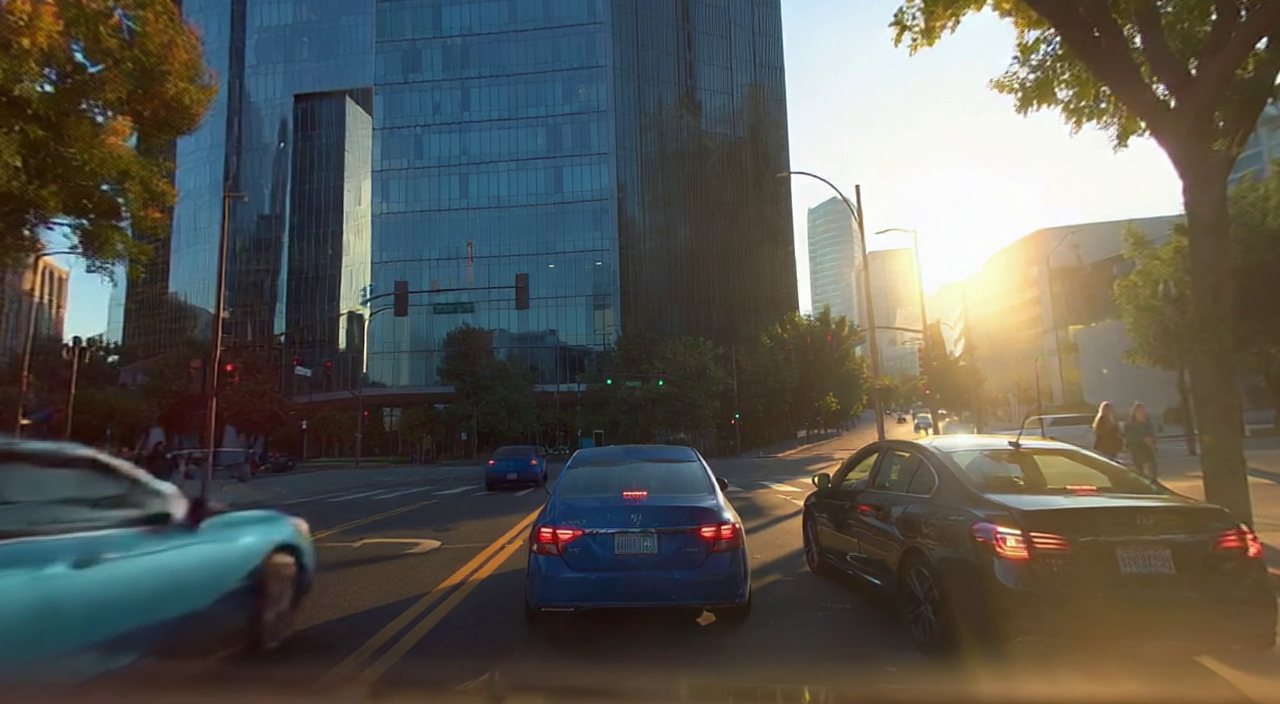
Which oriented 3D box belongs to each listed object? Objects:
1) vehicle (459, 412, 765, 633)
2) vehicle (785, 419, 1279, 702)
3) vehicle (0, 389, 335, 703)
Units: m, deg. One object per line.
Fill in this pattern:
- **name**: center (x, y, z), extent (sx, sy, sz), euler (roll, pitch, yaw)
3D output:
- **vehicle**: center (-0.265, 1.460, 6.386), extent (2.072, 1.476, 4.078), euler (0, -8, -2)
- **vehicle**: center (2.751, 1.398, 5.428), extent (1.952, 1.464, 4.165), euler (0, -8, -1)
- **vehicle**: center (-3.299, 0.919, 2.406), extent (2.068, 1.513, 4.221), euler (0, -8, 1)
